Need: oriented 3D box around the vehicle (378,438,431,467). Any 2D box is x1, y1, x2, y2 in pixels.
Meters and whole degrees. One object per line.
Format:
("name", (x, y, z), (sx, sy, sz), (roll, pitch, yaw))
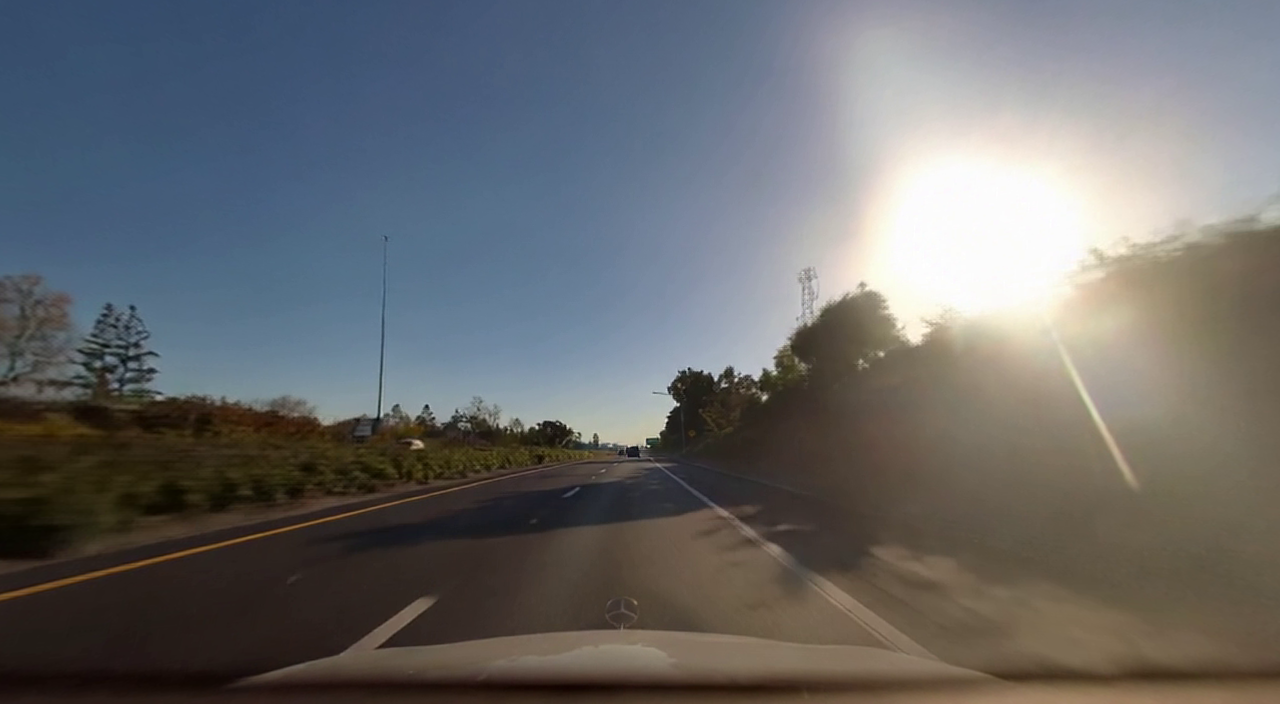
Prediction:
("vehicle", (-17.286, 7.409, 46.621), (2.067, 1.980, 4.741), (0, -9, 0))
